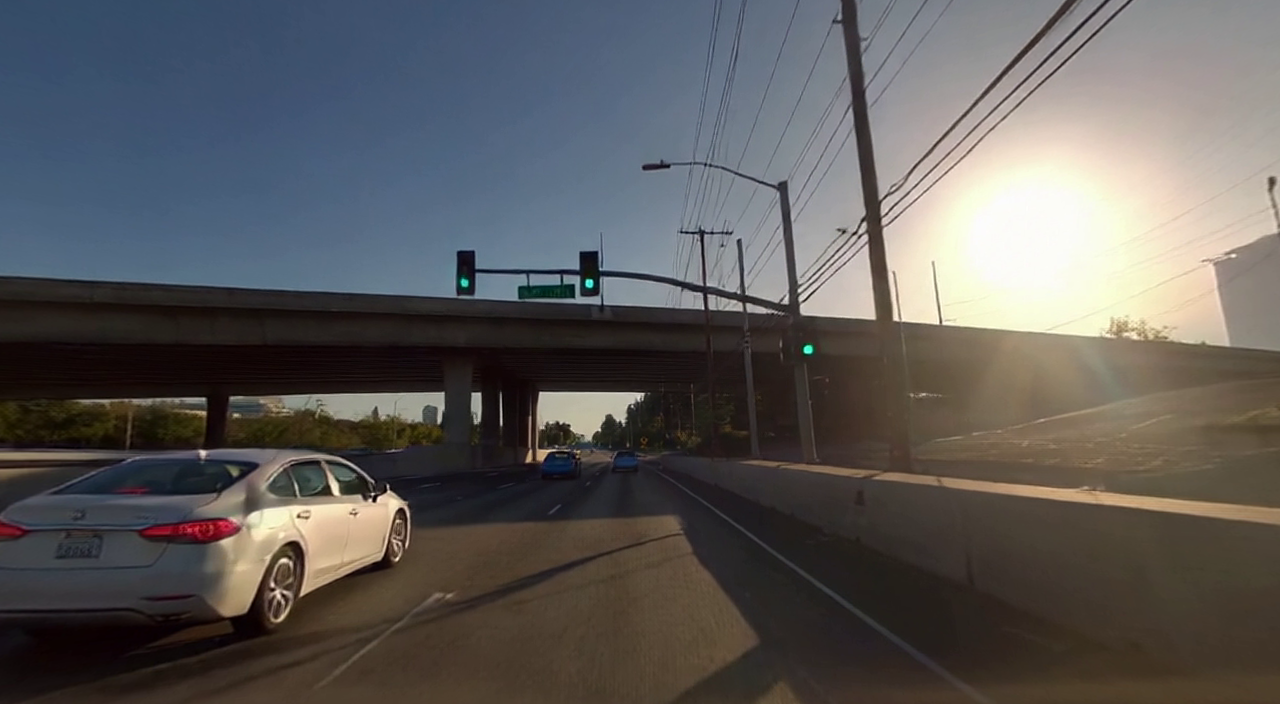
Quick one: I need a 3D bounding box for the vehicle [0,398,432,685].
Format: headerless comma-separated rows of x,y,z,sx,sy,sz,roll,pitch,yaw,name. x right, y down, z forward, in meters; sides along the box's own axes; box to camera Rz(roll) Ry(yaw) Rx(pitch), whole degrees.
-3.618,1.424,5.904,1.925,1.666,4.271,0,-8,-1,vehicle

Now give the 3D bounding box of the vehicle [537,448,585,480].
-3.890,5.579,31.717,1.946,1.437,4.154,0,-8,-1,vehicle

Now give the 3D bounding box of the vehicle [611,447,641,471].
-0.998,7.275,43.200,1.985,1.565,3.968,0,-8,-2,vehicle
